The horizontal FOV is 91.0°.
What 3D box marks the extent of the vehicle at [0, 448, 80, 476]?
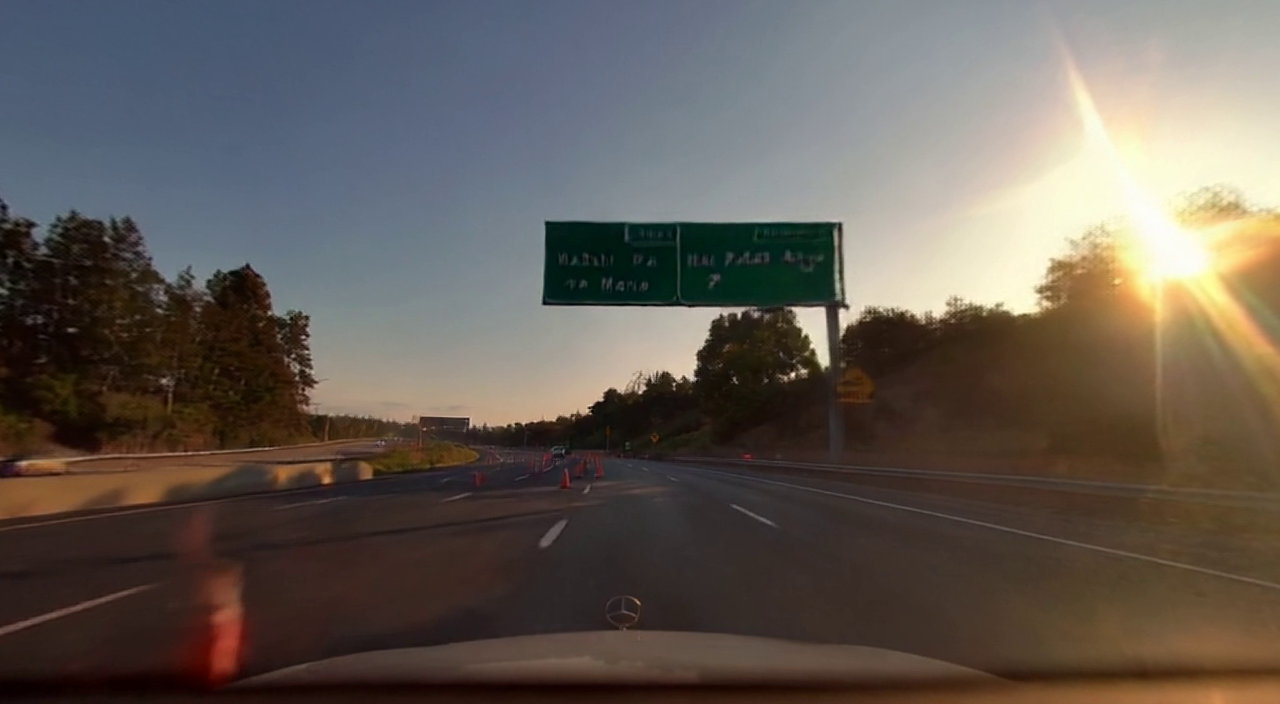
[{"bbox_3d":[-38.829,6.968,40.235,1.954,1.665,4.692,0,-9,-3],"label":"vehicle"}]
